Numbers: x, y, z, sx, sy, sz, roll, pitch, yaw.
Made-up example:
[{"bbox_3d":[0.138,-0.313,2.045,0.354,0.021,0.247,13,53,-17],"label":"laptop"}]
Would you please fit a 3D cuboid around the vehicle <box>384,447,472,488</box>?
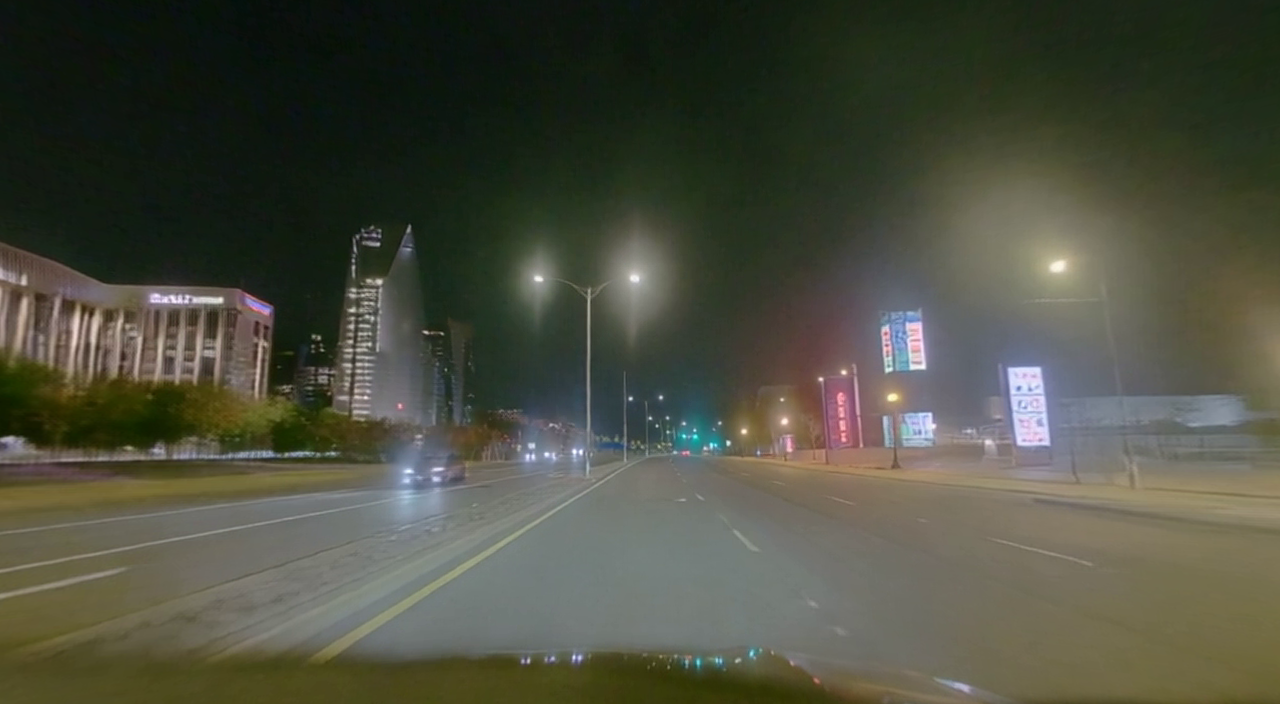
[{"bbox_3d":[-8.349,4.551,25.209,1.866,1.463,4.378,0,-8,2],"label":"vehicle"}]
